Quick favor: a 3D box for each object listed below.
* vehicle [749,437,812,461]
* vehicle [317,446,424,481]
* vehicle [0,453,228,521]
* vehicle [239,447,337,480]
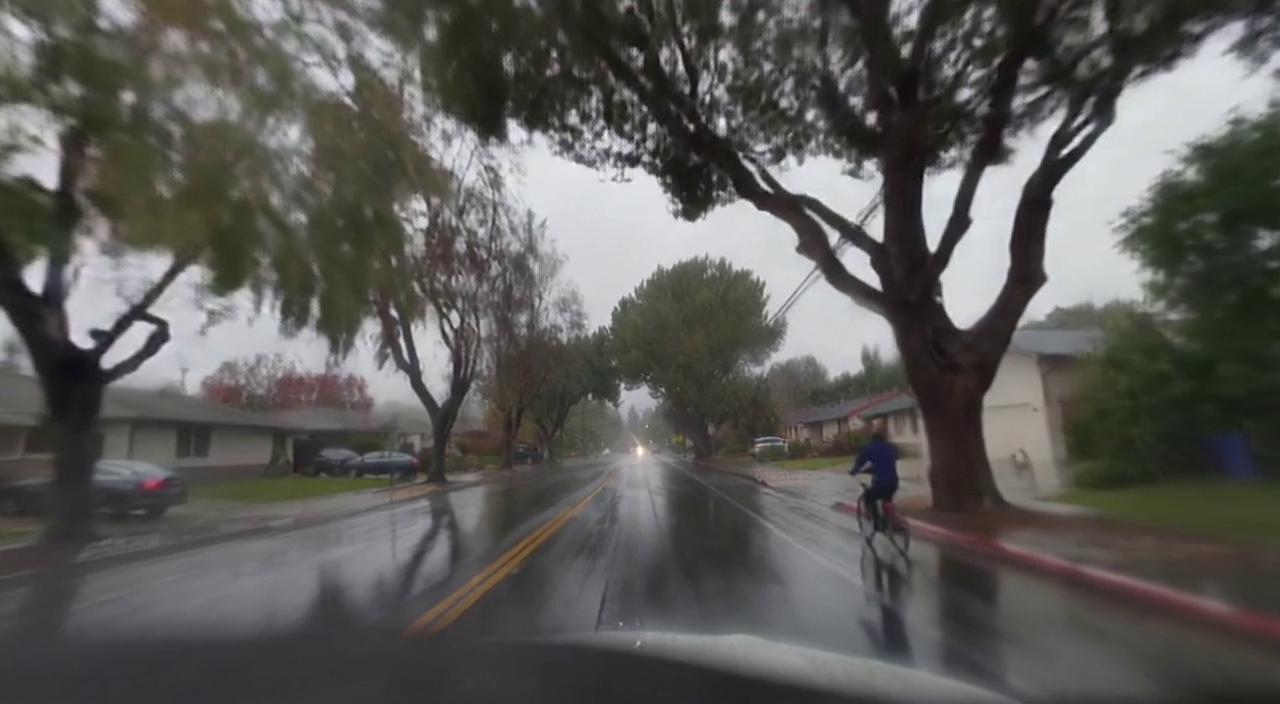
[{"bbox_3d":[10.808,7.519,48.870,4.449,1.765,1.917,-1,-9,4],"label":"vehicle"},{"bbox_3d":[-13.704,5.682,32.328,4.587,1.722,1.906,0,-9,-1],"label":"vehicle"},{"bbox_3d":[-12.892,3.149,15.044,4.717,1.465,1.887,0,-9,-3],"label":"vehicle"},{"bbox_3d":[-19.536,6.142,35.124,4.455,1.707,1.939,6,-11,-36],"label":"vehicle"}]
